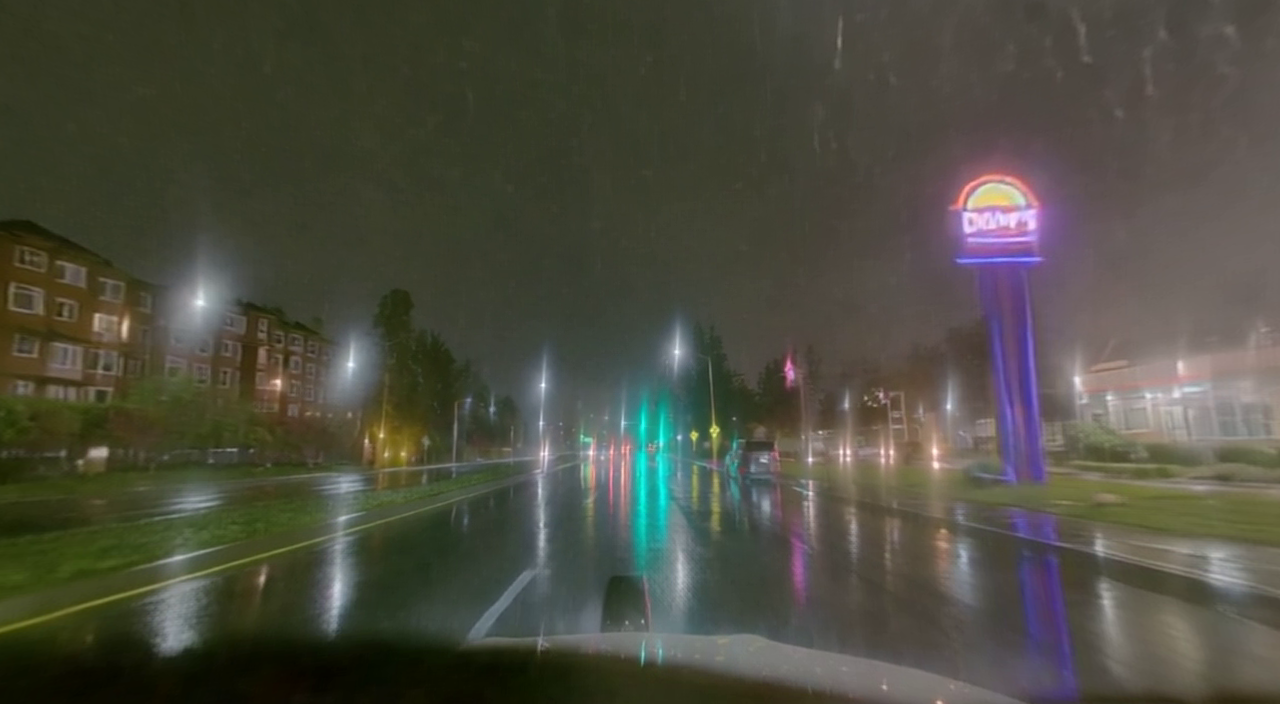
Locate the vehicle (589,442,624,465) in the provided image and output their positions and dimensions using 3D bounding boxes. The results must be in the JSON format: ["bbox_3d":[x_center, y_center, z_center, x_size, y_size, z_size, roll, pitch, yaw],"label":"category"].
[{"bbox_3d":[-2.336,7.211,44.890,2.176,1.543,4.335,0,-8,1],"label":"vehicle"}]

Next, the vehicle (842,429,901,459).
[{"bbox_3d":[15.036,6.041,41.217,2.202,1.822,4.978,-1,-8,3],"label":"vehicle"}]

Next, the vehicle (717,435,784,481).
[{"bbox_3d":[4.534,4.416,26.577,2.067,1.755,4.616,0,-8,1],"label":"vehicle"}]

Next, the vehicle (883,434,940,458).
[{"bbox_3d":[17.812,6.201,41.564,1.953,1.488,4.129,0,-8,1],"label":"vehicle"}]
